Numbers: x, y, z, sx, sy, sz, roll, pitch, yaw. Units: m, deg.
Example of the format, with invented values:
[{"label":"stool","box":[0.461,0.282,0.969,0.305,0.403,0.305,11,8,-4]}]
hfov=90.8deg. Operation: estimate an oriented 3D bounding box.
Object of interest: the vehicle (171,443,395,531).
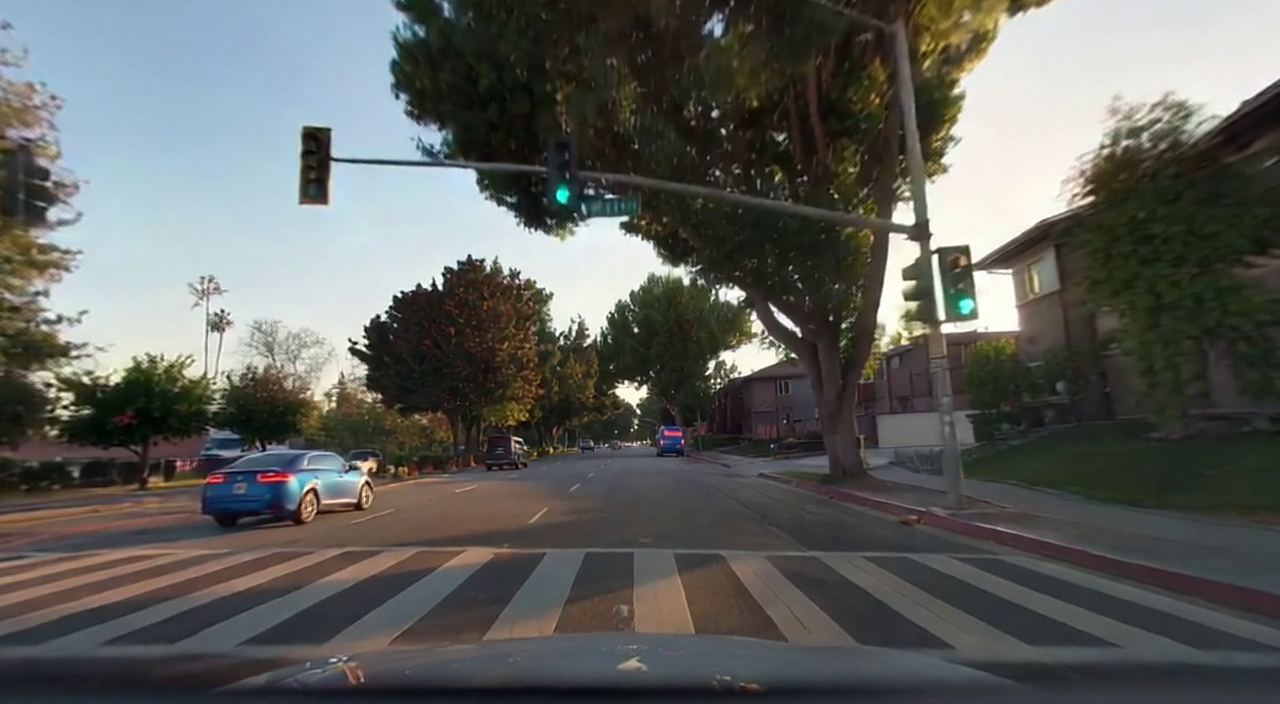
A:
[{"label":"vehicle","box":[-6.914,2.614,12.936,1.970,1.456,4.441,0,-8,0]}]

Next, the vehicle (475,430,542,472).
[{"label":"vehicle","box":[-6.906,5.267,33.851,2.332,2.039,5.678,0,-8,0]}]
